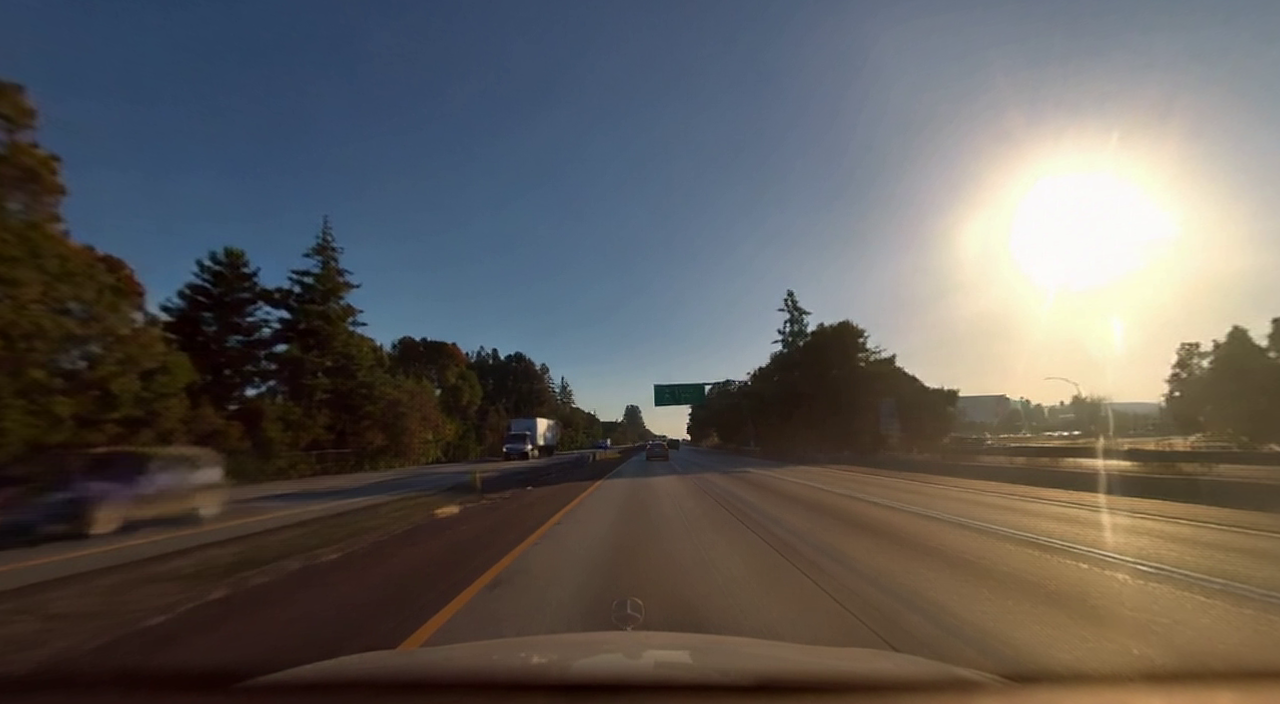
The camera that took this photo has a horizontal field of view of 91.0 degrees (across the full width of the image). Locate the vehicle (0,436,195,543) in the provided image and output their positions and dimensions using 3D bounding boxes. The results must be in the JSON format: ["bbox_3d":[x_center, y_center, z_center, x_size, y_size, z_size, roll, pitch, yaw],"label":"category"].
[{"bbox_3d":[-10.127,2.238,10.852,1.850,1.523,4.054,0,-8,1],"label":"vehicle"}]

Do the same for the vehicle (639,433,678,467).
[{"bbox_3d":[1.164,6.097,39.261,2.301,1.944,4.554,0,-8,2],"label":"vehicle"}]
